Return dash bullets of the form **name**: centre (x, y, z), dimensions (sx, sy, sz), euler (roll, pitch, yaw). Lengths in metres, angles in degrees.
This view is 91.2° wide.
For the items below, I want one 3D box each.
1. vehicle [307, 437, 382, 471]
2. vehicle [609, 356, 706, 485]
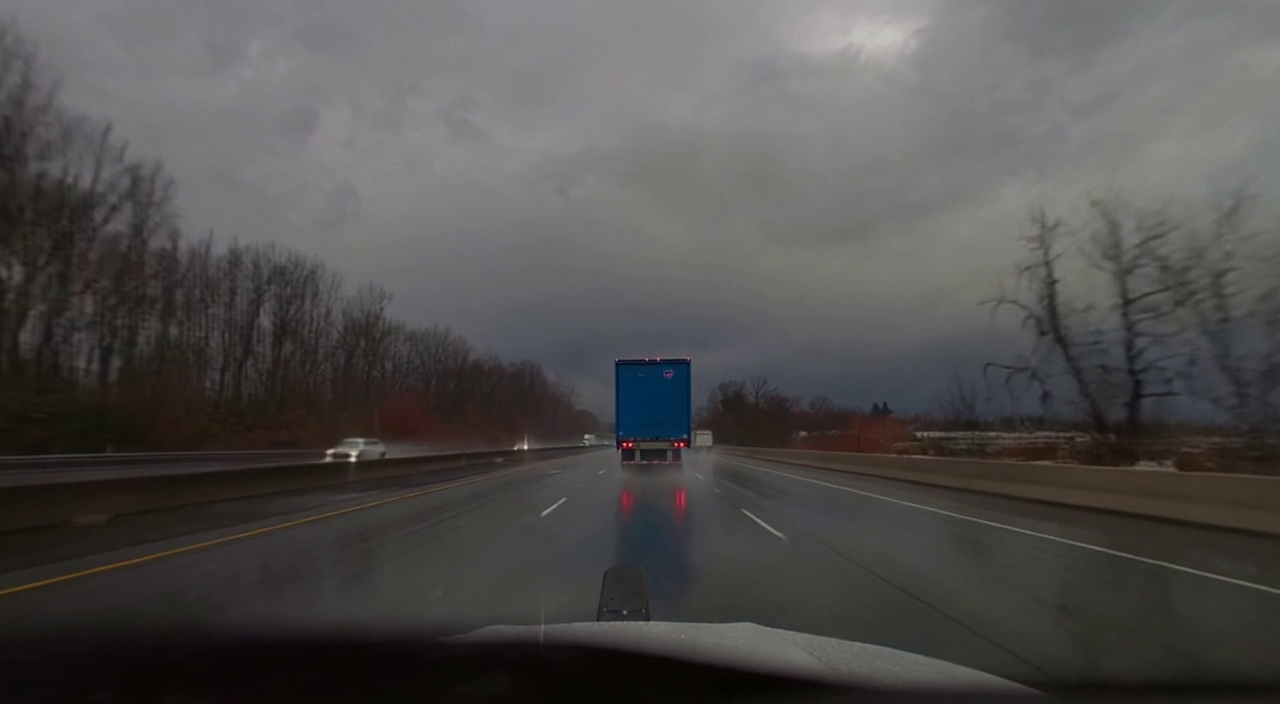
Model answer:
- **vehicle**: centre (-16.762, 5.811, 35.874), dimensions (2.003, 1.791, 4.571), euler (0, -8, 1)
- **vehicle**: centre (0.537, 2.889, 24.974), dimensions (3.010, 4.039, 10.481), euler (0, -8, 0)
